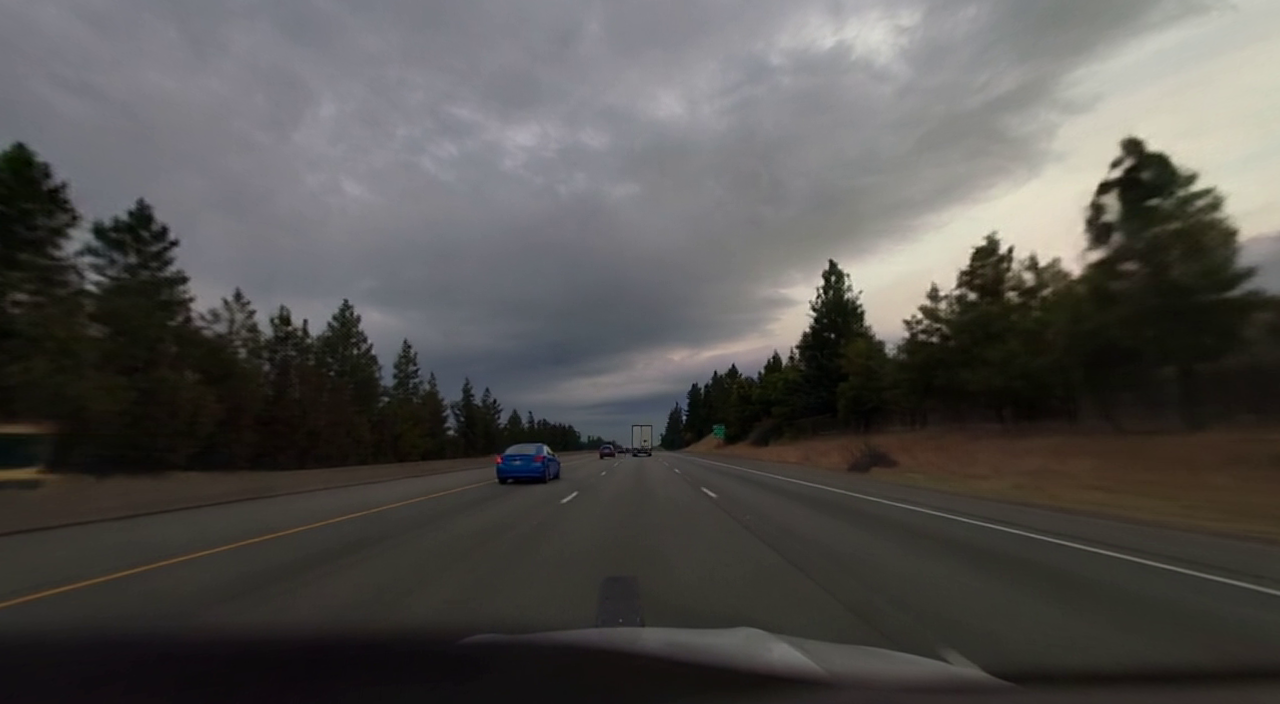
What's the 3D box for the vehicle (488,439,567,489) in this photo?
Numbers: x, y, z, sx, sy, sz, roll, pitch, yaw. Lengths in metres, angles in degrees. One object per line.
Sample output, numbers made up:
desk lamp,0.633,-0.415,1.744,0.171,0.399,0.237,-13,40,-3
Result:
vehicle,-3.825,3.890,22.143,2.018,1.548,3.849,0,-9,0
